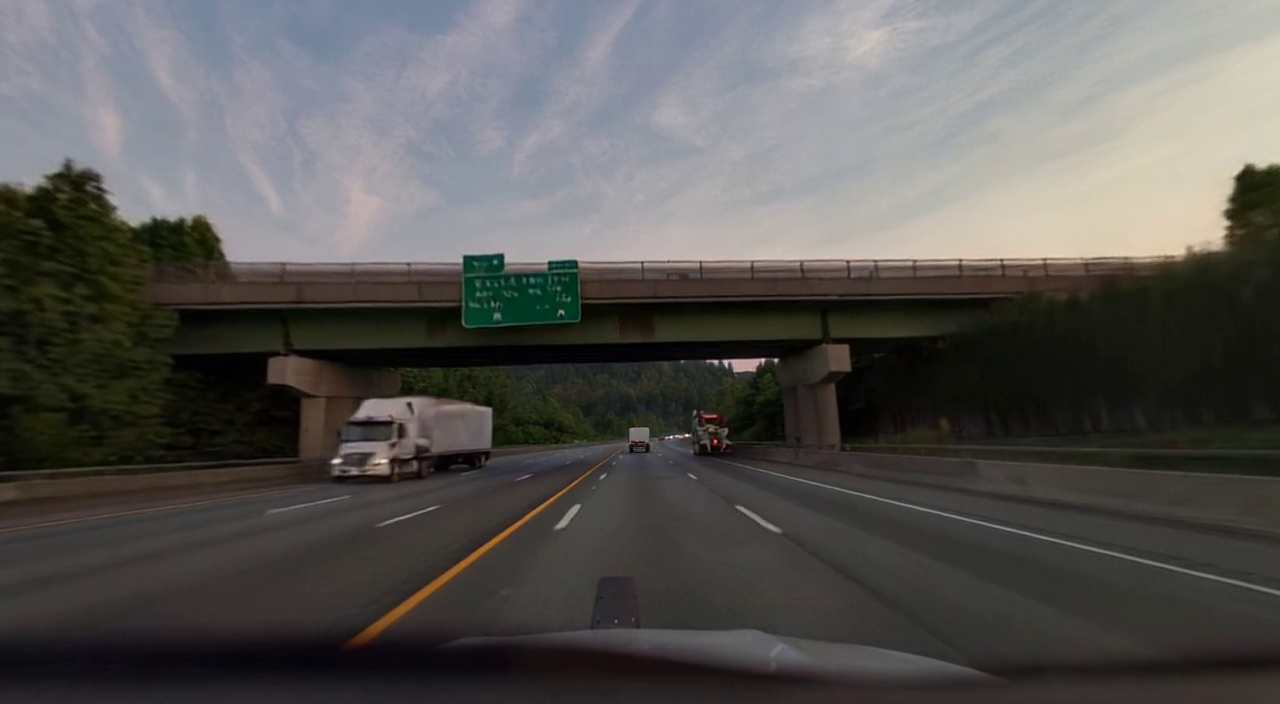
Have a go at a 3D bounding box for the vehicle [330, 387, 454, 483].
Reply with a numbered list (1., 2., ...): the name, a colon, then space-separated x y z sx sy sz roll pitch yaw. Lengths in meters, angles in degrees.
1. vehicle: -10.929 3.762 28.510 3.280 3.862 5.699 -1 -8 -1
